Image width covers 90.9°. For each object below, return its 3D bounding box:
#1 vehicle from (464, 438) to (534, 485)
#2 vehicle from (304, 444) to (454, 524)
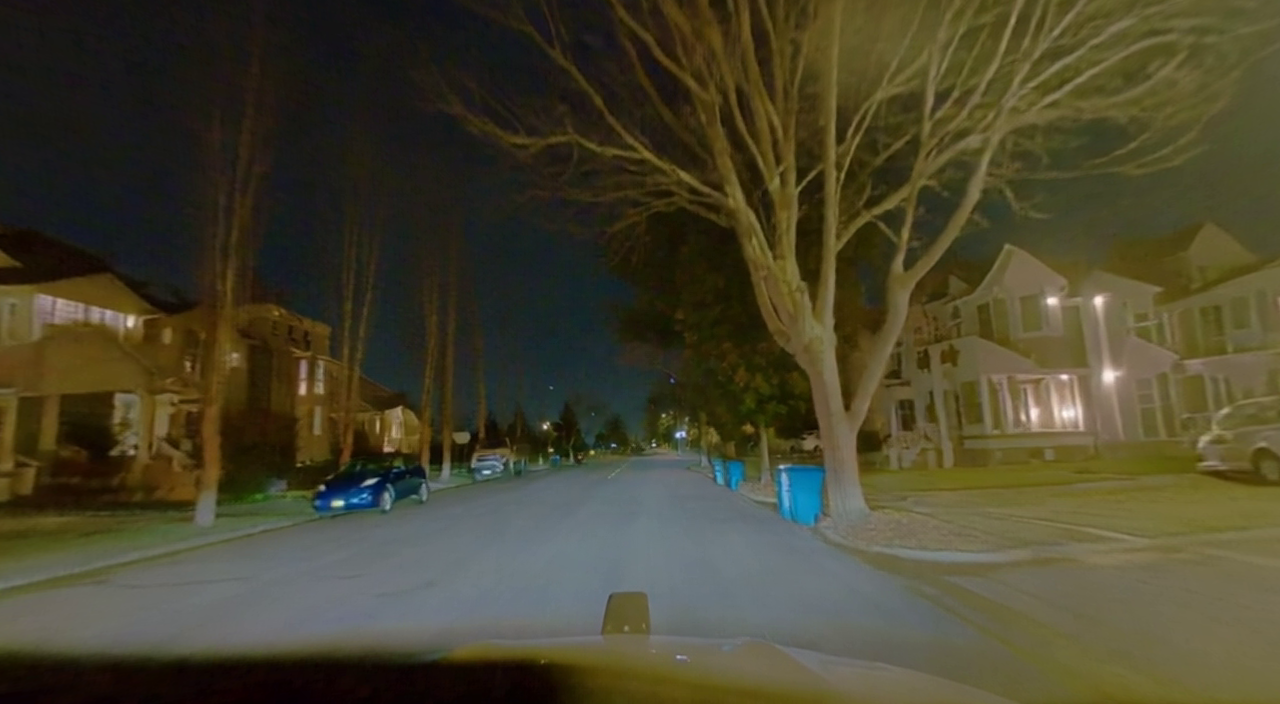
[{"bbox_3d":[-6.356,4.952,28.978,2.169,1.871,4.762,-2,-8,-1],"label":"vehicle"},{"bbox_3d":[-6.283,3.157,15.778,1.945,1.530,4.430,-4,-8,-1],"label":"vehicle"}]
